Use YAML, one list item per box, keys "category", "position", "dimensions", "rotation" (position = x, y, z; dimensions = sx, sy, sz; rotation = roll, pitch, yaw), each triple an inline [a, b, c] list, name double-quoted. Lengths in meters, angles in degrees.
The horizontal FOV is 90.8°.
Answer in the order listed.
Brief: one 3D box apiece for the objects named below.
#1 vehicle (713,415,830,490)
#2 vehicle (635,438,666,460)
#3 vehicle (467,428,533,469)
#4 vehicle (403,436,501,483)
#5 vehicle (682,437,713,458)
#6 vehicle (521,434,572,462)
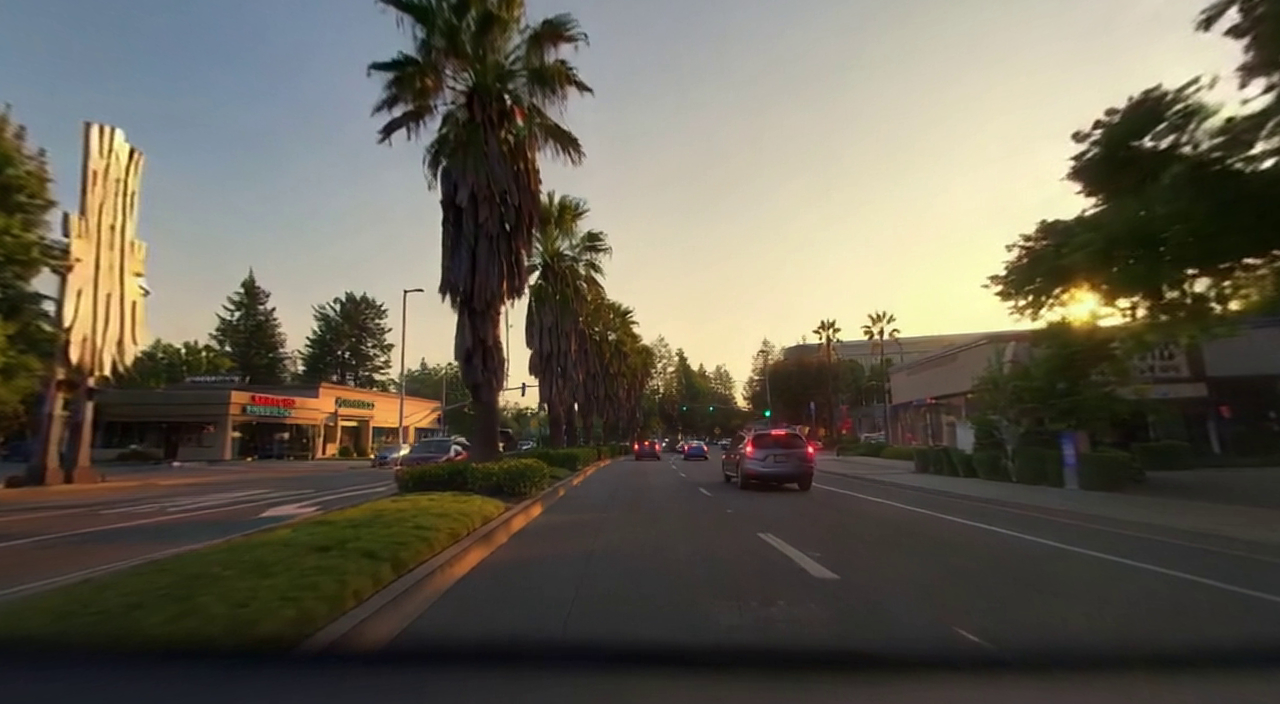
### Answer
- category: "vehicle"
  position: [3.712, 2.996, 19.033]
  dimensions: [2.267, 1.931, 5.145]
  rotation: [0, -8, -2]
- category: "vehicle"
  position: [0.769, 6.825, 44.526]
  dimensions: [2.057, 1.492, 3.825]
  rotation: [-1, -8, 3]
- category: "vehicle"
  position: [-6.931, 4.857, 31.912]
  dimensions: [2.127, 1.888, 4.637]
  rotation: [0, -8, 2]
- category: "vehicle"
  position: [-6.545, 3.796, 22.695]
  dimensions: [1.935, 1.483, 4.973]
  rotation: [0, -8, 1]
- category: "vehicle"
  position: [4.316, 7.285, 48.149]
  dimensions: [2.149, 1.532, 4.168]
  rotation: [0, -8, 2]
- category: "vehicle"
  position: [-6.075, 6.342, 41.686]
  dimensions: [2.088, 1.746, 4.650]
  rotation: [-1, -8, 7]
